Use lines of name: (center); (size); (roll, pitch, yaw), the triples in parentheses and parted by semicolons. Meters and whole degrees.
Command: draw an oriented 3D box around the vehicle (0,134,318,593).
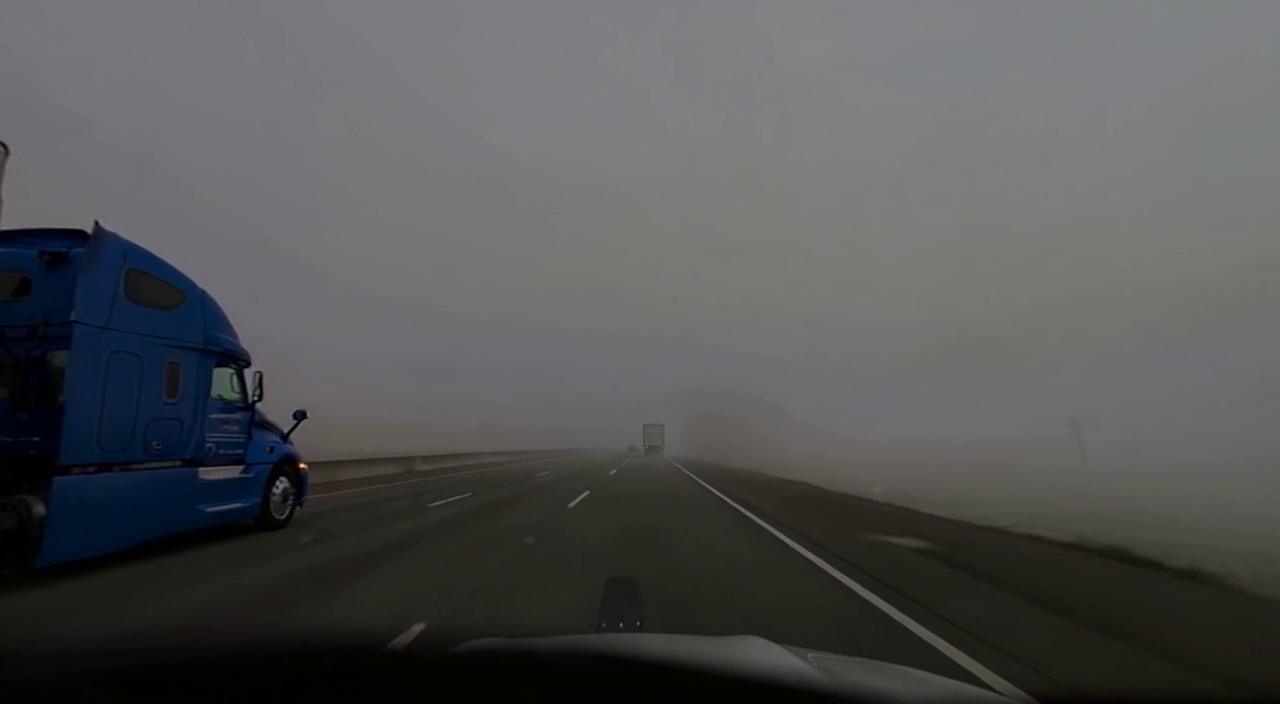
vehicle: (-7.046, 0.178, 6.035); (2.996, 3.947, 8.600); (0, -9, 2)
